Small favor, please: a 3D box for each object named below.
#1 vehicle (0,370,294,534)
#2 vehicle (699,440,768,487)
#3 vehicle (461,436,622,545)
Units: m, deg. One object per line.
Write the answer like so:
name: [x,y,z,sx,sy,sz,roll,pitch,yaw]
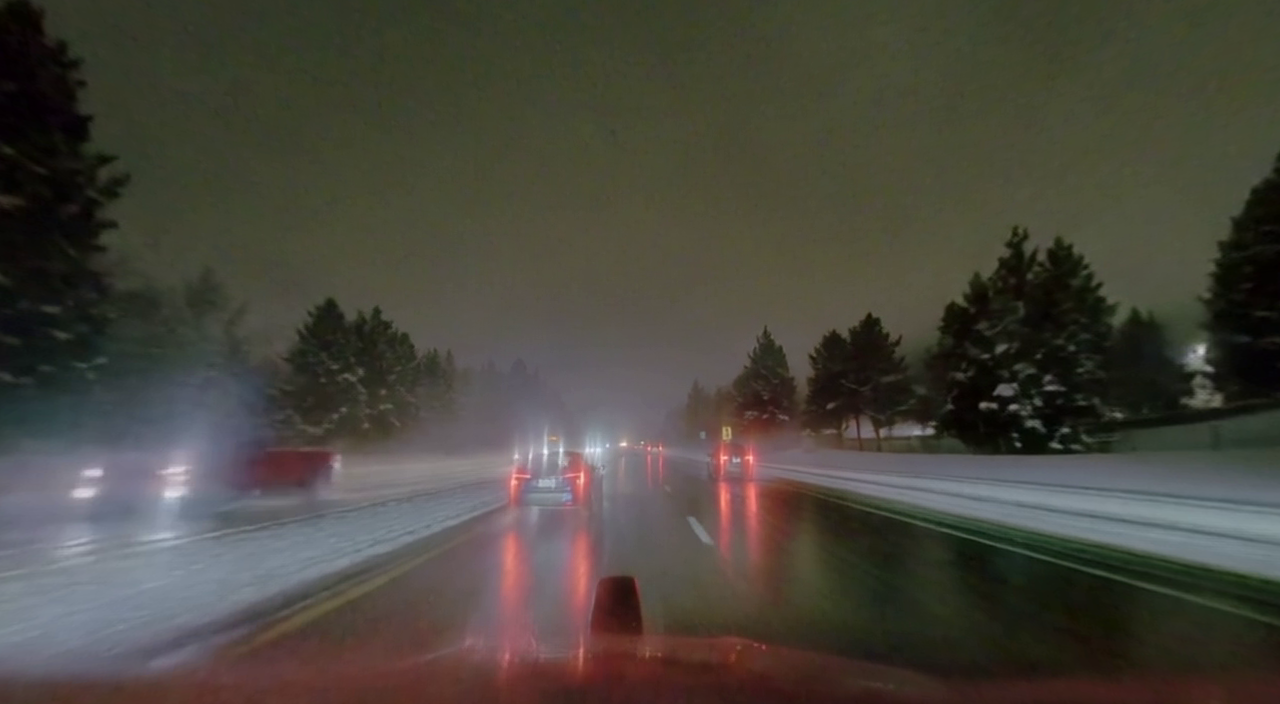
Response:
vehicle: [-9.746,1.950,12.467,2.391,2.518,5.577,0,-9,1]
vehicle: [3.297,3.991,22.705,1.910,1.554,3.718,0,-9,0]
vehicle: [-1.419,2.225,10.761,2.013,1.479,4.169,0,-9,1]
